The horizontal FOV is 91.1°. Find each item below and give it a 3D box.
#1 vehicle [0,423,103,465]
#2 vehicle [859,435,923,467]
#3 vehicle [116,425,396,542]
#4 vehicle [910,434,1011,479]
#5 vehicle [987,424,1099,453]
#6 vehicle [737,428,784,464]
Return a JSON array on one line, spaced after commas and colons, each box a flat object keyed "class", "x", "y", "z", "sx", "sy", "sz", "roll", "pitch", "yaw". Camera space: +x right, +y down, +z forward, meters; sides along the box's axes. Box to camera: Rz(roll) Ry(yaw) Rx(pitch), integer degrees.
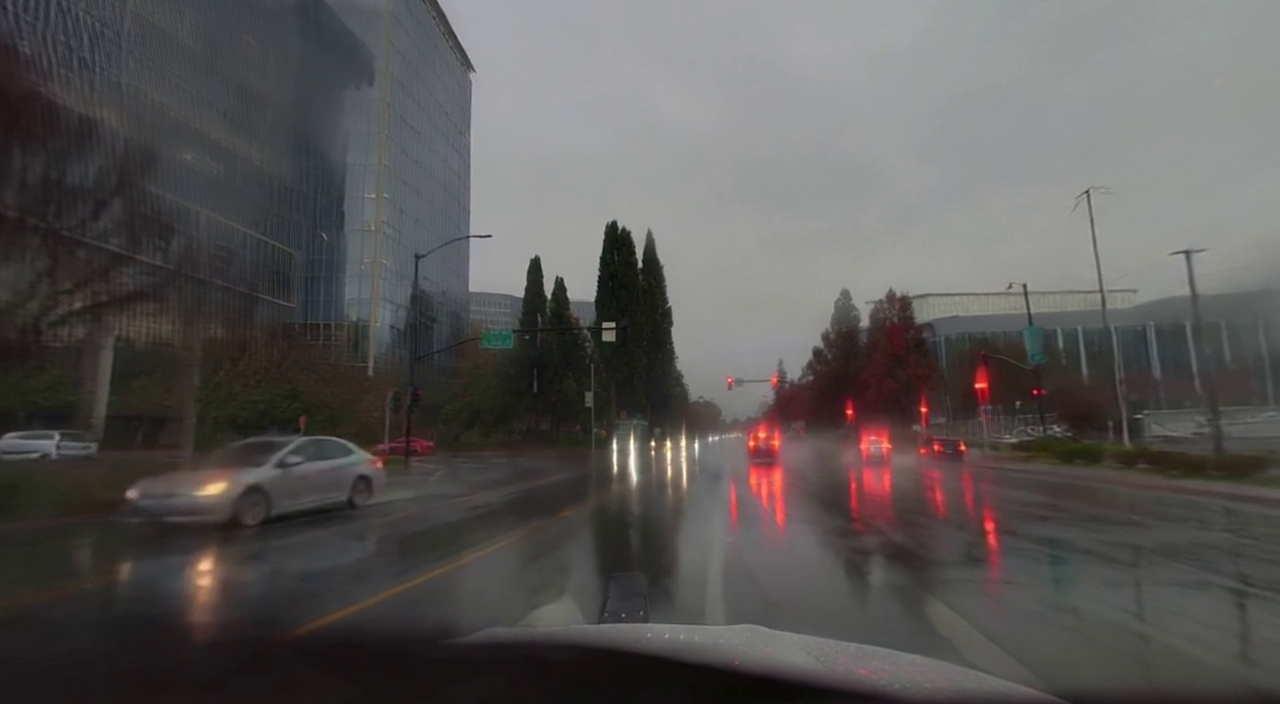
[{"class": "vehicle", "x": -27.005, "y": 4.164, "z": 28.140, "sx": 1.871, "sy": 1.703, "sz": 4.093, "roll": -1, "pitch": -10, "yaw": 6}, {"class": "vehicle", "x": 12.563, "y": 4.984, "z": 31.745, "sx": 1.860, "sy": 1.460, "sz": 4.379, "roll": 0, "pitch": -8, "yaw": 6}, {"class": "vehicle", "x": -6.523, "y": 2.235, "z": 11.378, "sx": 2.016, "sy": 1.677, "sz": 4.147, "roll": -1, "pitch": -8, "yaw": 9}, {"class": "vehicle", "x": 11.560, "y": 3.790, "z": 22.979, "sx": 1.896, "sy": 1.463, "sz": 4.296, "roll": -1, "pitch": -8, "yaw": 8}, {"class": "vehicle", "x": 28.545, "y": 6.138, "z": 44.664, "sx": 6.170, "sy": 1.978, "sz": 2.399, "roll": -1, "pitch": -9, "yaw": 7}, {"class": "vehicle", "x": 6.540, "y": 5.140, "z": 34.495, "sx": 2.203, "sy": 1.801, "sz": 4.331, "roll": -1, "pitch": -8, "yaw": 7}]
